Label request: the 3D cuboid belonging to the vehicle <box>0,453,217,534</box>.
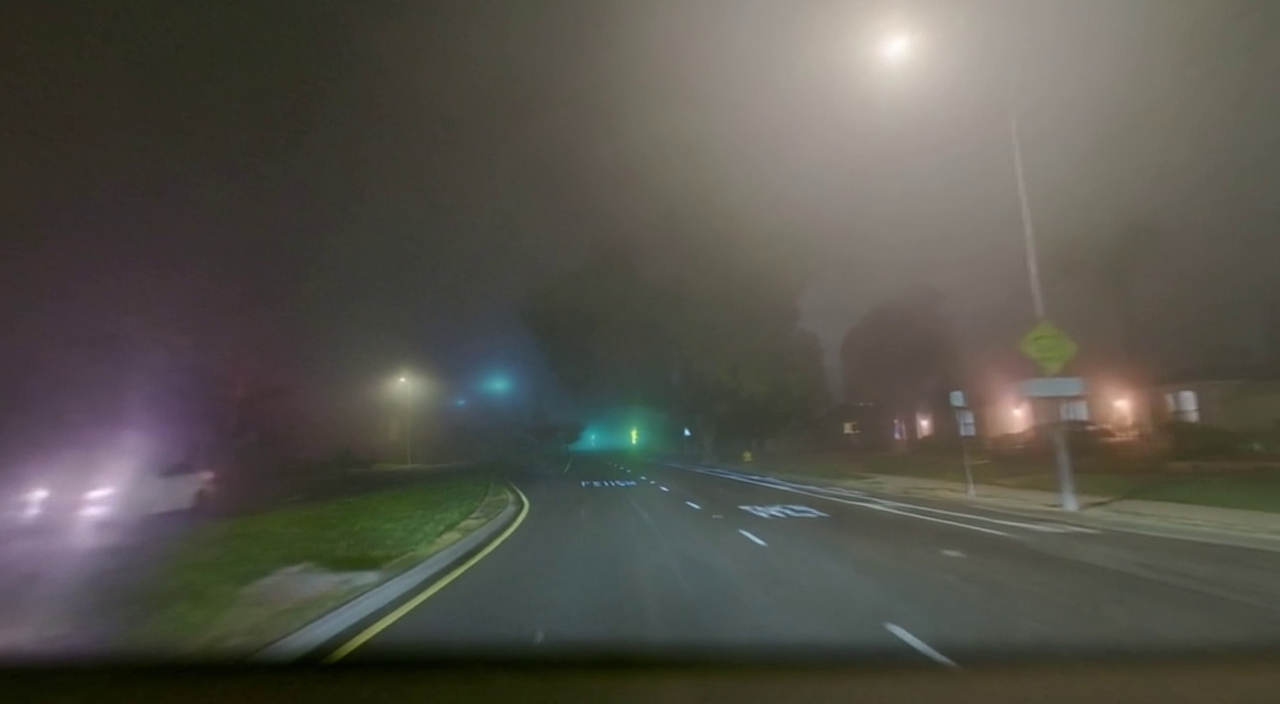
[{"bbox_3d":[-12.322,3.136,14.644,1.965,1.492,4.498,0,-8,-2],"label":"vehicle"}]
